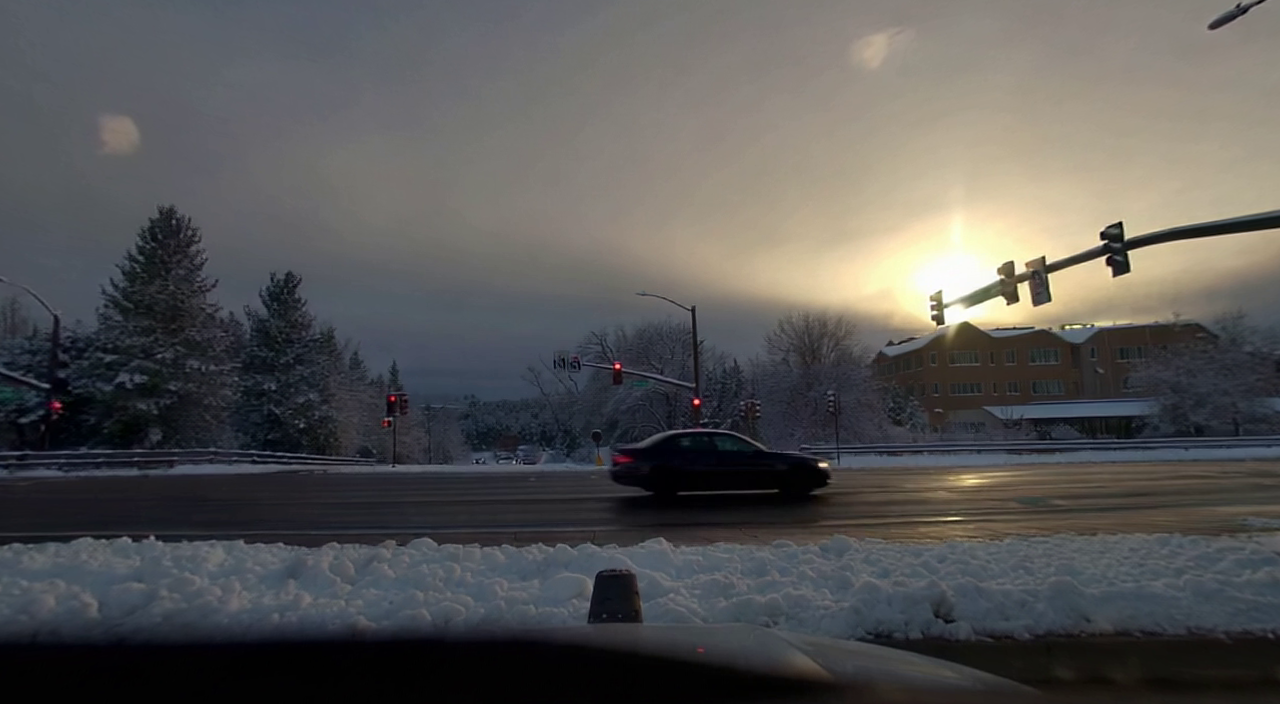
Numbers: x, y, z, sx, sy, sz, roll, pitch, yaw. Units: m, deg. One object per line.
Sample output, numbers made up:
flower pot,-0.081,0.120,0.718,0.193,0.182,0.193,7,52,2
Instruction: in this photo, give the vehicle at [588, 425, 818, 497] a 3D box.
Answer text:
vehicle,1.248,2.371,13.963,4.736,1.445,1.933,0,-8,-3
